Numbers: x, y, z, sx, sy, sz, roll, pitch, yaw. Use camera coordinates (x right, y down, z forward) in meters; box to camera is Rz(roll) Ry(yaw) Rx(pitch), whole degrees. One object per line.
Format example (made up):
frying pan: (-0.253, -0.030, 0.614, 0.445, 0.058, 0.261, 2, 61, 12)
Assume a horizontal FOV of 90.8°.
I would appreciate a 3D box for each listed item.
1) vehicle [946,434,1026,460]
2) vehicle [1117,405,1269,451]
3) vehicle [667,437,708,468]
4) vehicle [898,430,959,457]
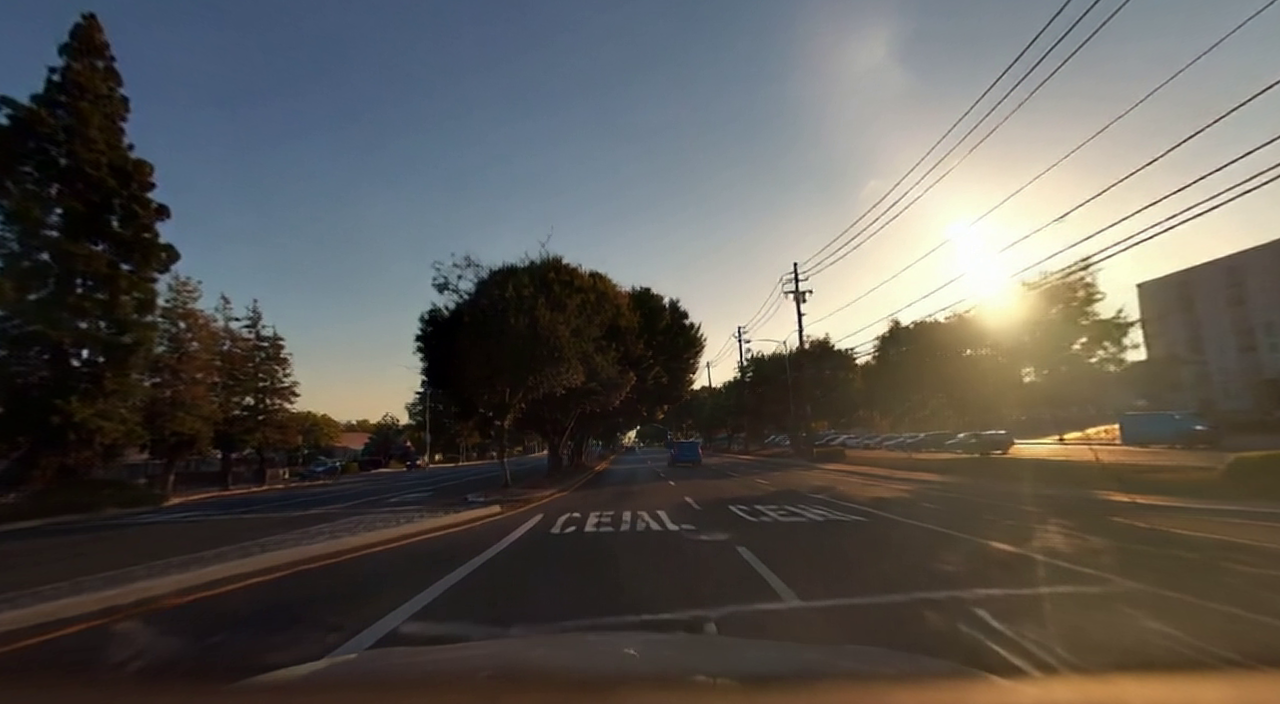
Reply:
vehicle: (20.050, 5.534, 36.882, 1.980, 1.423, 4.793, 0, -8, 0)
vehicle: (29.482, 4.180, 34.116, 2.406, 2.215, 6.315, 0, -8, 0)
vehicle: (2.948, 6.351, 40.000, 2.086, 1.803, 4.607, 0, -8, -2)
vehicle: (20.045, 6.411, 44.085, 1.983, 1.730, 4.563, 0, -8, -2)
